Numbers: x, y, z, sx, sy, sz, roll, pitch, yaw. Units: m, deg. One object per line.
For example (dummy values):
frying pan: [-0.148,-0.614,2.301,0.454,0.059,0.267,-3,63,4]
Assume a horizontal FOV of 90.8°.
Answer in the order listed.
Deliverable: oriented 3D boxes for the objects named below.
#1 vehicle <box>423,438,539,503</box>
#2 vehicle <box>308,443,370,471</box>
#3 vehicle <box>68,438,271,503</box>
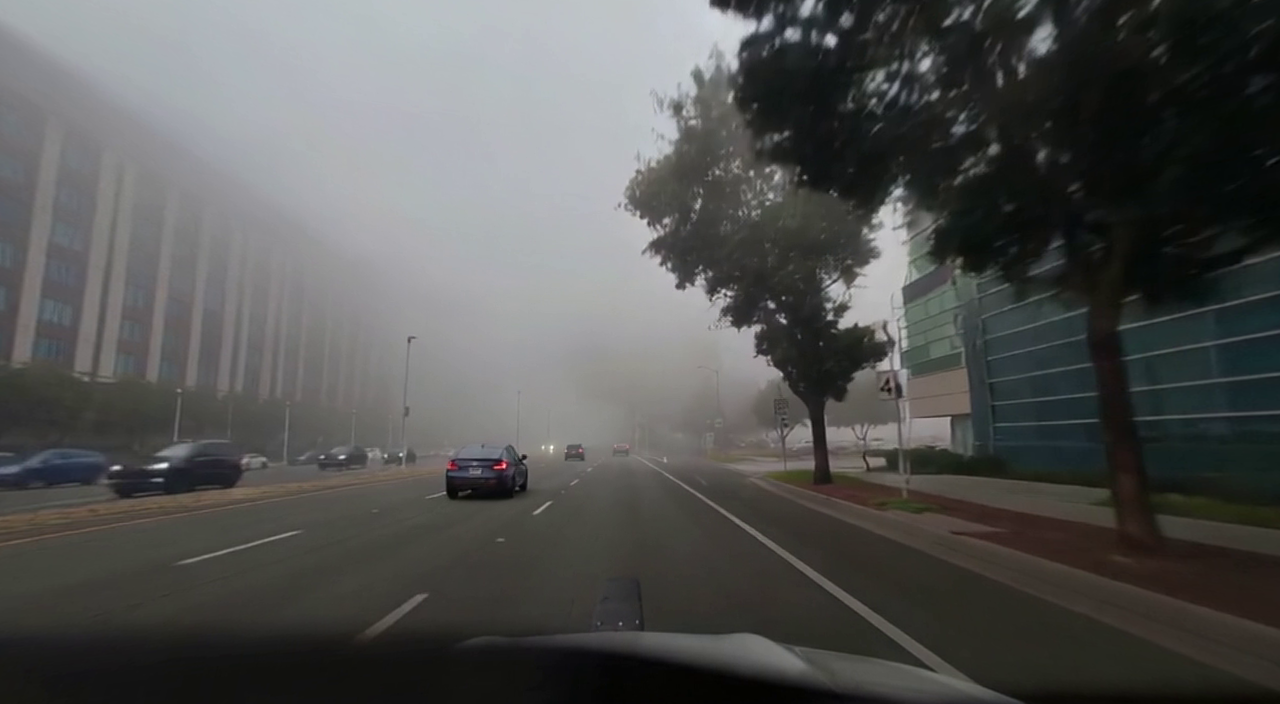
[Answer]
vehicle: [-4.018,3.037,16.758,2.025,1.474,4.292,0,-8,-1]
vehicle: [-20.172,7.028,42.605,1.963,1.765,4.595,0,-8,-1]
vehicle: [-12.934,3.239,17.915,2.123,1.585,4.856,0,-8,-2]
